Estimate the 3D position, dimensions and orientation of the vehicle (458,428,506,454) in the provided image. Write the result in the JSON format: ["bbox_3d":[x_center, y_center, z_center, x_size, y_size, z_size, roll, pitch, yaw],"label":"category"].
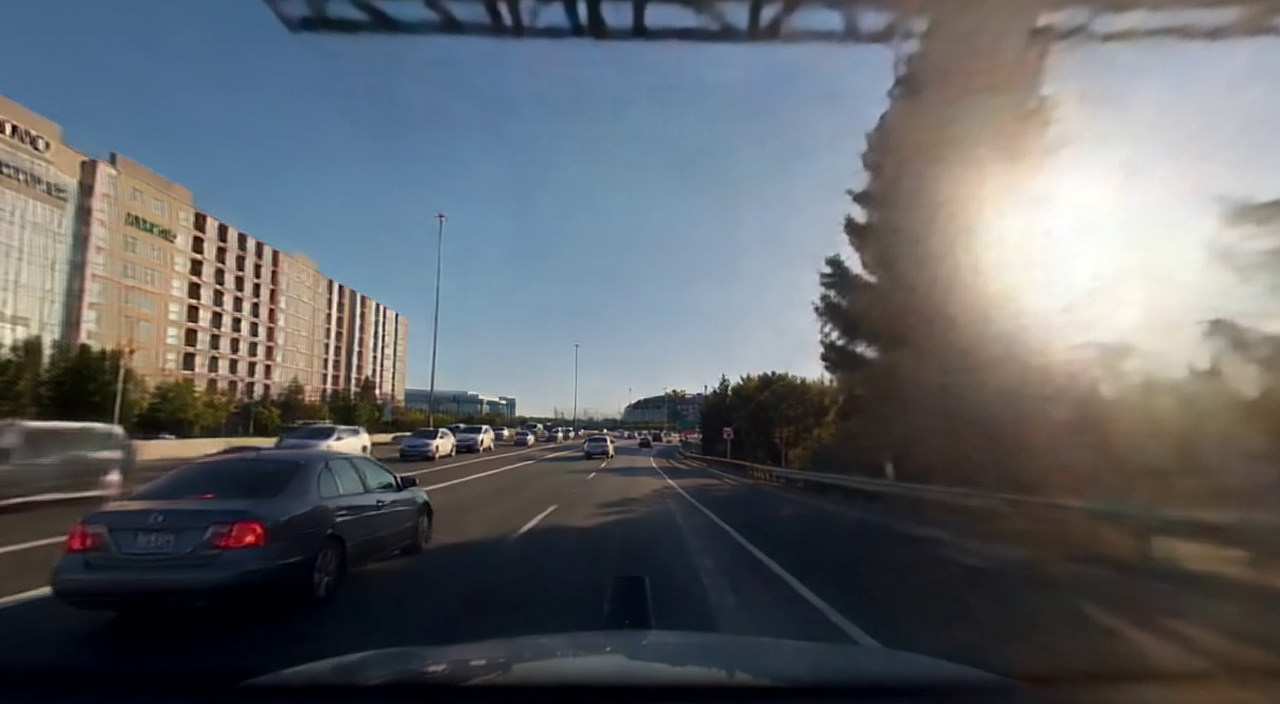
[{"bbox_3d":[-10.585,6.033,42.630,1.926,1.650,4.593,-1,-8,1],"label":"vehicle"}]

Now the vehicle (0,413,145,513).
[{"bbox_3d":[-10.817,1.779,10.147,1.953,1.520,4.549,-1,-8,1],"label":"vehicle"}]

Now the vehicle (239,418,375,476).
[{"bbox_3d":[-10.665,3.105,20.622,2.033,1.662,4.394,0,-8,0],"label":"vehicle"}]

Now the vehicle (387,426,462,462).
[{"bbox_3d":[-10.428,4.506,30.872,2.016,1.607,4.491,-1,-9,1],"label":"vehicle"}]
